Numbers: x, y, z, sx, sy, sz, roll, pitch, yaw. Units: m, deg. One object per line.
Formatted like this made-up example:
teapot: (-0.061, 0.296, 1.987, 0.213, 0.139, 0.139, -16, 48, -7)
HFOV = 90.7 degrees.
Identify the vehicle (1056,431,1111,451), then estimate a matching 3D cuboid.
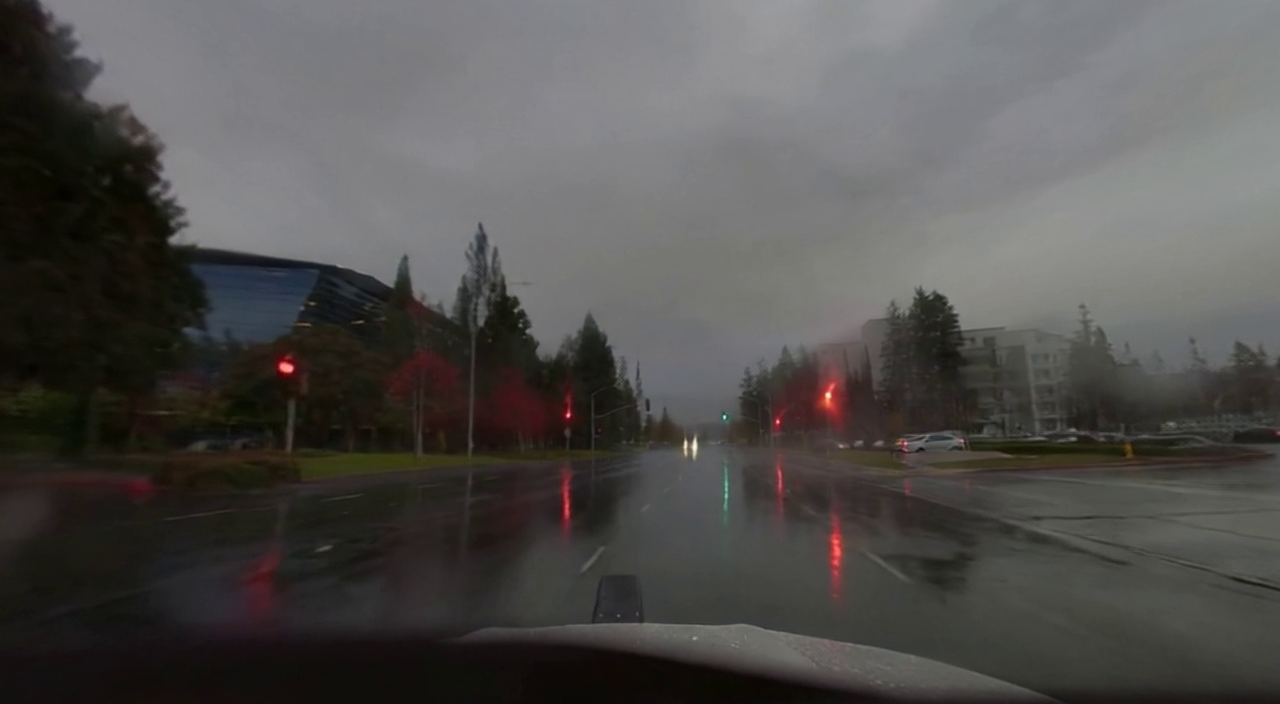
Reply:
vehicle: (34.932, 7.068, 49.965, 1.805, 1.466, 4.236, -2, -9, 9)

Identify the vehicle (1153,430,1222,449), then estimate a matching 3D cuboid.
vehicle: (42.650, 6.845, 49.380, 1.828, 1.452, 4.242, -1, -9, 5)

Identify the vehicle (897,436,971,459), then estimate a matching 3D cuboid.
vehicle: (18.983, 6.159, 40.992, 3.991, 1.437, 1.679, -1, -9, 8)

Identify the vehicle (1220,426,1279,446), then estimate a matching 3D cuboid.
vehicle: (47.471, 6.542, 48.797, 1.758, 1.451, 4.282, -1, -9, 7)
